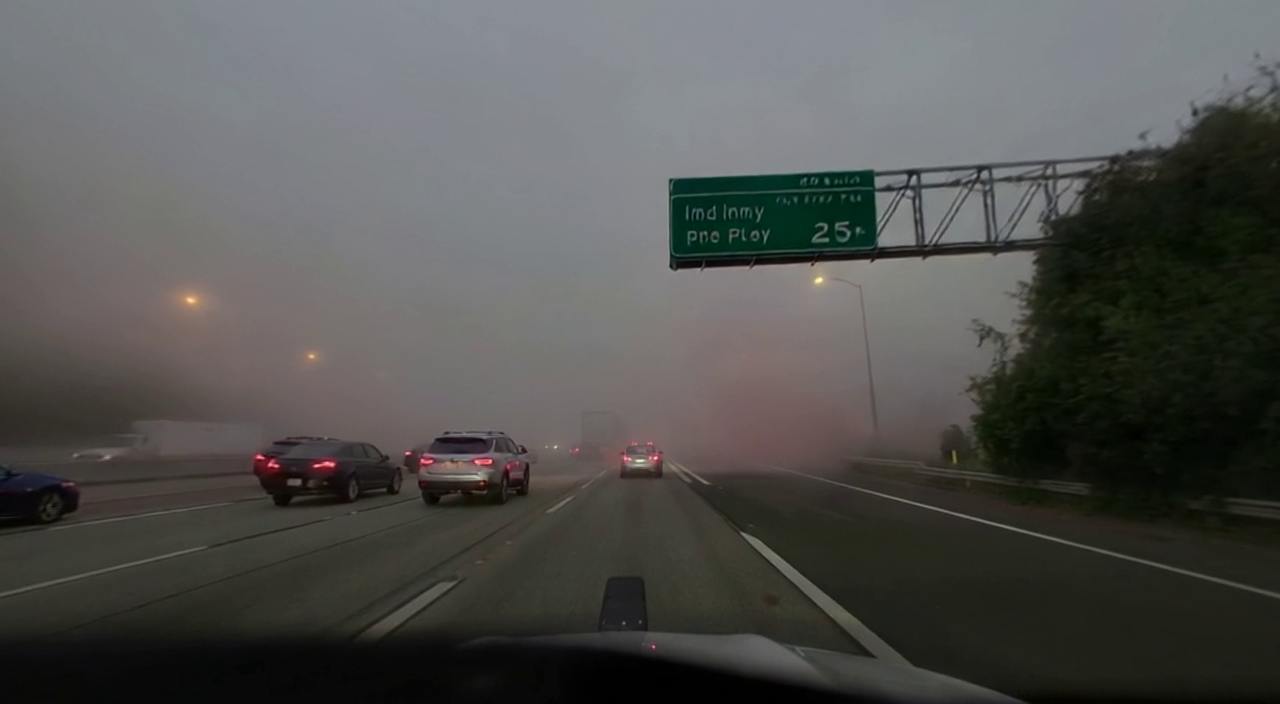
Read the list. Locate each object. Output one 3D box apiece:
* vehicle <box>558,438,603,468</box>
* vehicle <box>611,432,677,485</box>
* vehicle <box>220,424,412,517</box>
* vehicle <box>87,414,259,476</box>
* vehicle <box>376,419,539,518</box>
[{"bbox_3d":[-3.490,6.020,37.822,2.243,1.683,4.178,0,-8,1],"label":"vehicle"},{"bbox_3d":[0.172,3.785,22.769,2.180,1.716,3.920,0,-8,1],"label":"vehicle"},{"bbox_3d":[-6.967,2.572,14.207,1.998,1.770,4.222,0,-8,1],"label":"vehicle"},{"bbox_3d":[-27.949,5.687,38.652,2.909,3.253,9.778,0,-8,1],"label":"vehicle"},{"bbox_3d":[-3.741,2.477,13.923,2.125,1.792,4.466,0,-8,2],"label":"vehicle"}]
